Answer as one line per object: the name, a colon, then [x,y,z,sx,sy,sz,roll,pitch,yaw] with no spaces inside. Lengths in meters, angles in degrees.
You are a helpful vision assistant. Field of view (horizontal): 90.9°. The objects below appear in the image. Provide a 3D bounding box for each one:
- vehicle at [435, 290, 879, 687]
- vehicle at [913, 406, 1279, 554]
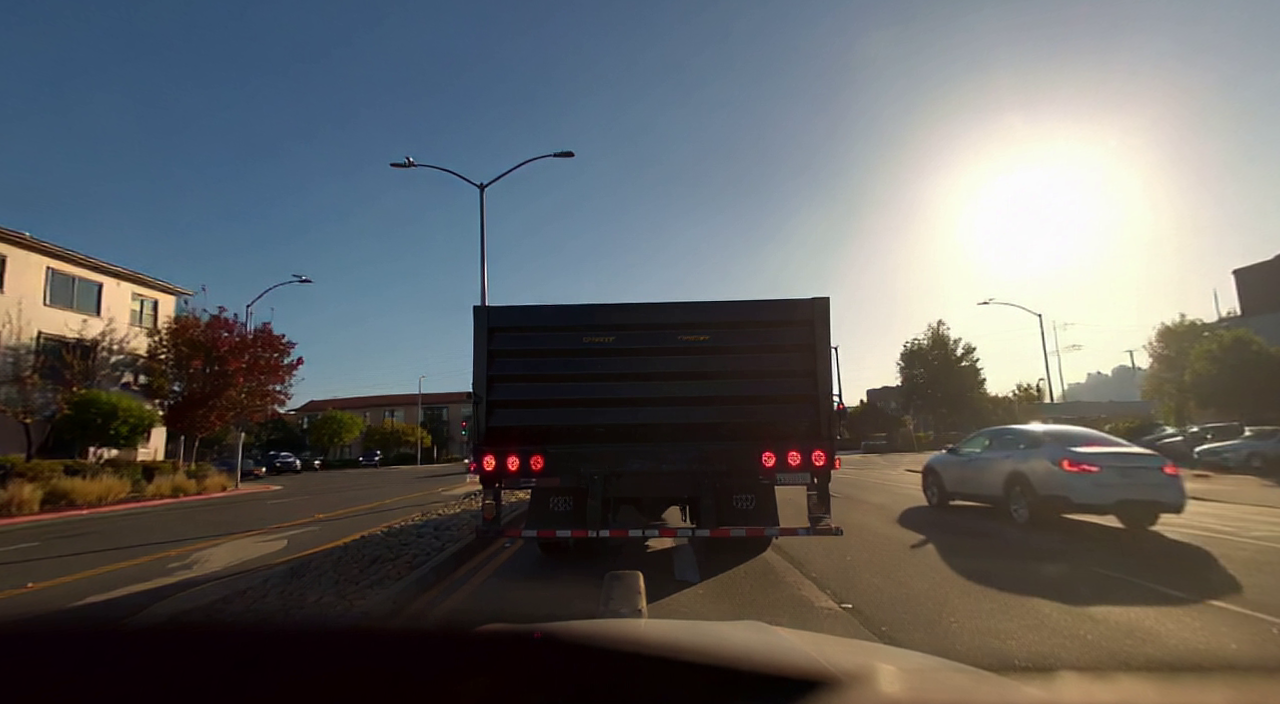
vehicle: [0.238,1.307,7.399,2.650,2.391,7.008,-1,-8,3]
vehicle: [6.802,1.964,10.453,2.363,1.825,4.989,-1,-8,1]
